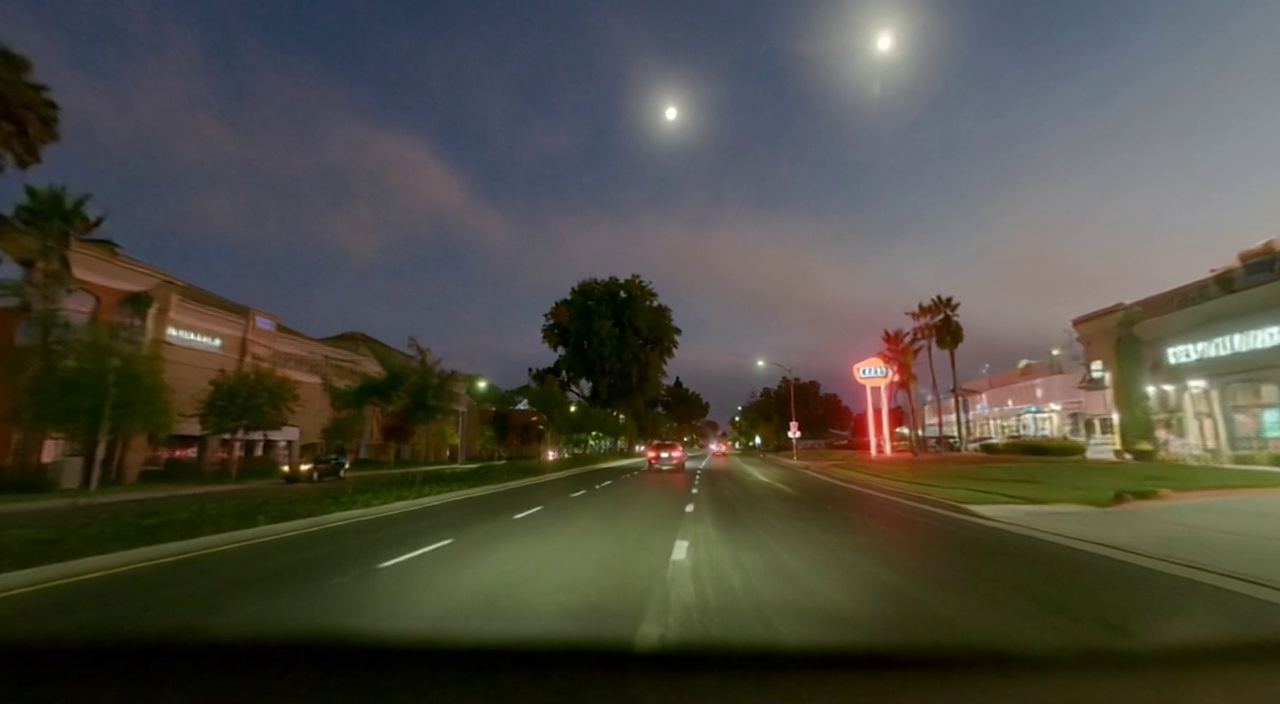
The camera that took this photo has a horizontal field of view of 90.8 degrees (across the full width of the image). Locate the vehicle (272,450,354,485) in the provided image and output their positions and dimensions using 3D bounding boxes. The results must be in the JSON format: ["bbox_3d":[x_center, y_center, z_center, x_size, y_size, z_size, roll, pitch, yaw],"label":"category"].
[{"bbox_3d":[-20.287,7.146,39.486,2.294,1.935,4.783,0,-8,5],"label":"vehicle"}]

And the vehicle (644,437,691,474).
[{"bbox_3d":[1.509,5.325,32.754,2.147,1.745,4.648,0,-8,6],"label":"vehicle"}]
